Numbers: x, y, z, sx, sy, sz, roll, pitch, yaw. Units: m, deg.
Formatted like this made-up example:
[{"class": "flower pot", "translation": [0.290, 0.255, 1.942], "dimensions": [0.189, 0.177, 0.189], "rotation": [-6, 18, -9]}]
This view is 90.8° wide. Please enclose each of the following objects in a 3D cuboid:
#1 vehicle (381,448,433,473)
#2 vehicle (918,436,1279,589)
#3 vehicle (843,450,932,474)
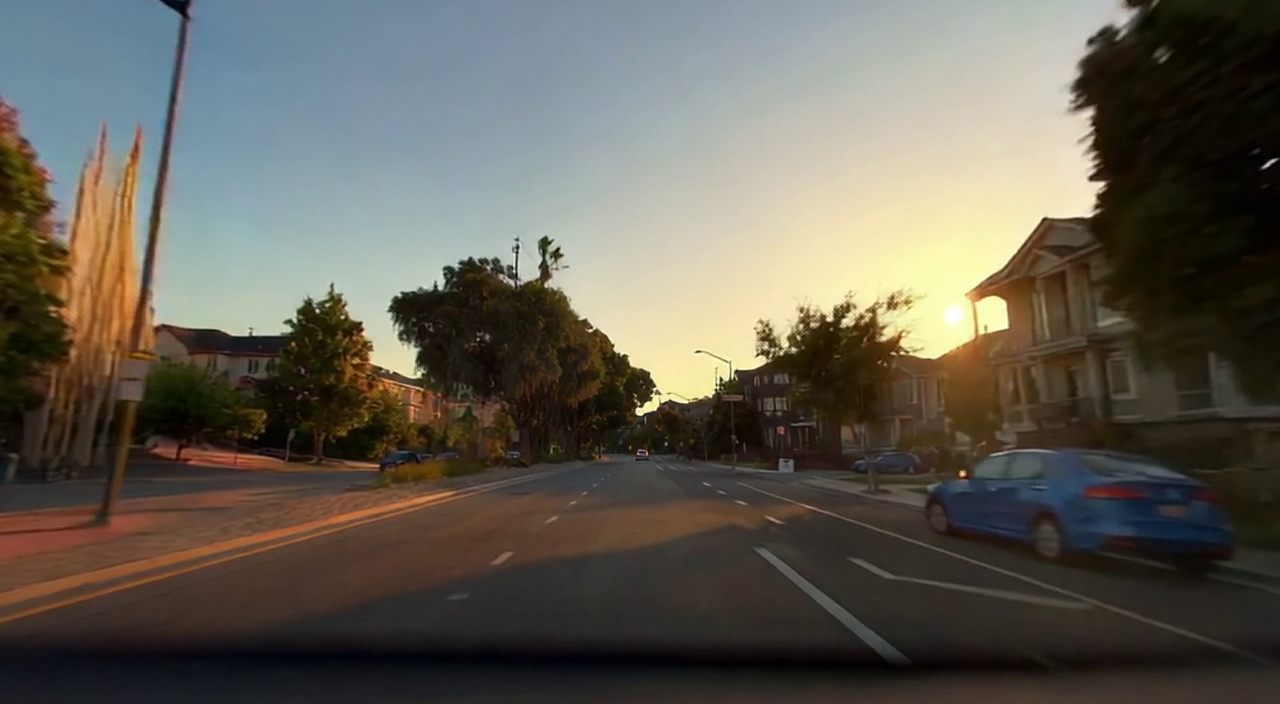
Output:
[{"class": "vehicle", "translation": [-16.400, 7.616, 44.753], "dimensions": [1.912, 1.651, 4.574], "rotation": [0, -9, 0]}, {"class": "vehicle", "translation": [5.909, 1.956, 8.689], "dimensions": [2.041, 1.519, 4.481], "rotation": [0, -8, -1]}, {"class": "vehicle", "translation": [15.907, 7.110, 40.768], "dimensions": [4.913, 1.470, 2.045], "rotation": [0, -8, 1]}]
